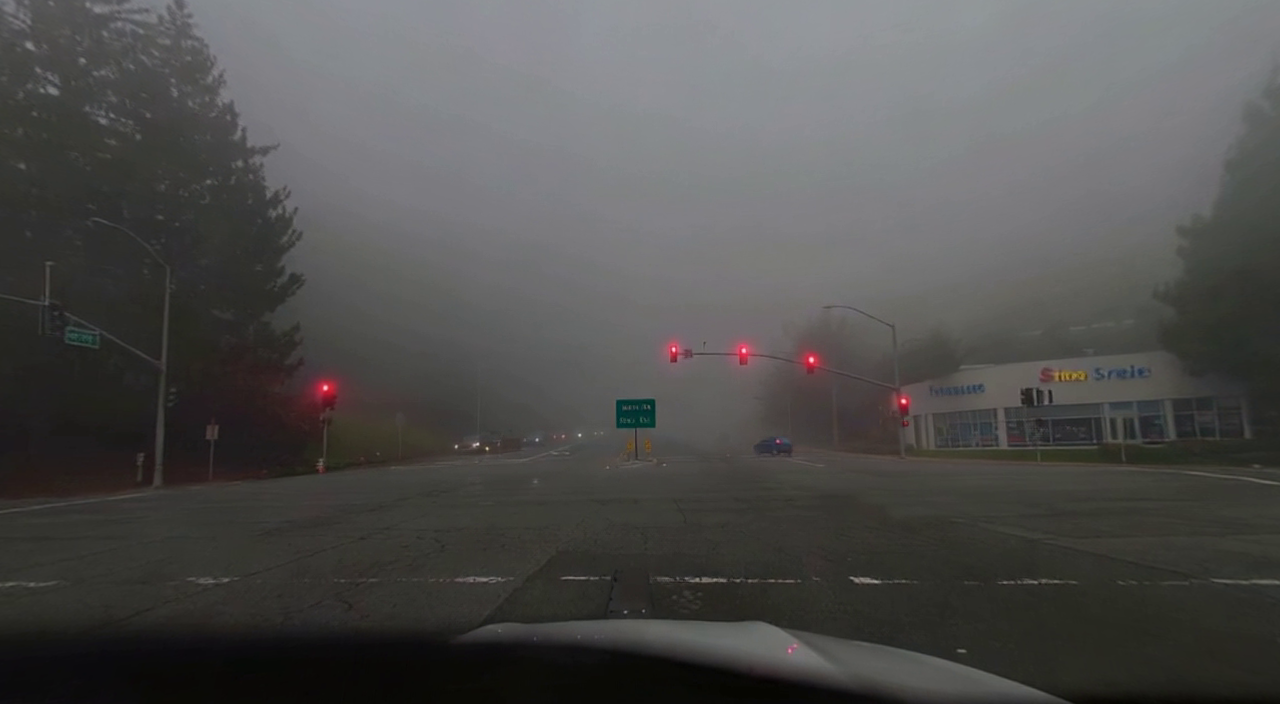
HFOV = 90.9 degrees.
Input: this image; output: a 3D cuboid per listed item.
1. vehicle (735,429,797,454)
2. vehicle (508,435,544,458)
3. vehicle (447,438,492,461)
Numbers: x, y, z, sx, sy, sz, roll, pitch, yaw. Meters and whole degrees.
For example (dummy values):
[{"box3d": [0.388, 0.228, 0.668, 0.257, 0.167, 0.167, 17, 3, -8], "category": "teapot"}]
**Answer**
[{"box3d": [8.712, 6.286, 44.052, 1.936, 1.664, 4.667, 4, -10, -24], "category": "vehicle"}, {"box3d": [-8.067, 6.746, 45.050, 1.920, 1.546, 4.086, 0, -9, -2], "category": "vehicle"}, {"box3d": [-11.773, 6.787, 43.898, 2.111, 1.499, 4.371, 0, -9, -3], "category": "vehicle"}]
